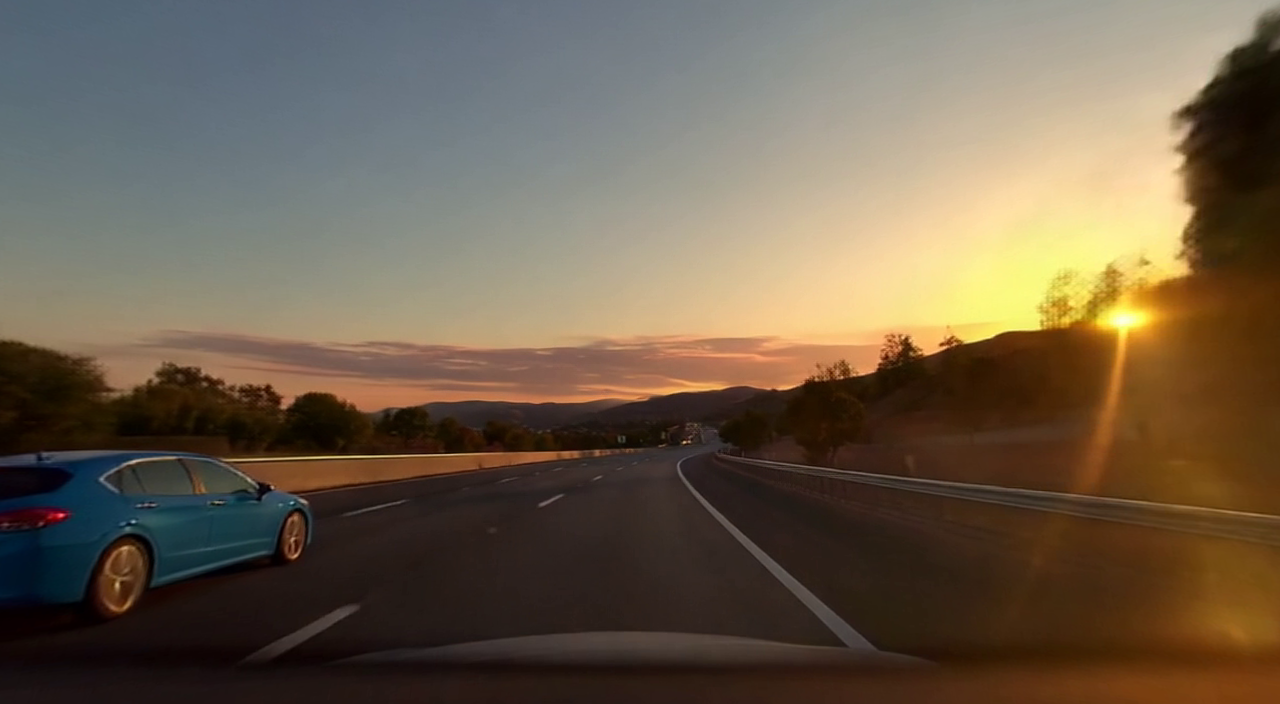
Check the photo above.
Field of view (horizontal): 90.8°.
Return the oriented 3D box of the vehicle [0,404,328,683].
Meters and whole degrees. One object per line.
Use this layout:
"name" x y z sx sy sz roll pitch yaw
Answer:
"vehicle" -4.448 1.296 5.071 1.928 1.504 3.745 0 -9 0
